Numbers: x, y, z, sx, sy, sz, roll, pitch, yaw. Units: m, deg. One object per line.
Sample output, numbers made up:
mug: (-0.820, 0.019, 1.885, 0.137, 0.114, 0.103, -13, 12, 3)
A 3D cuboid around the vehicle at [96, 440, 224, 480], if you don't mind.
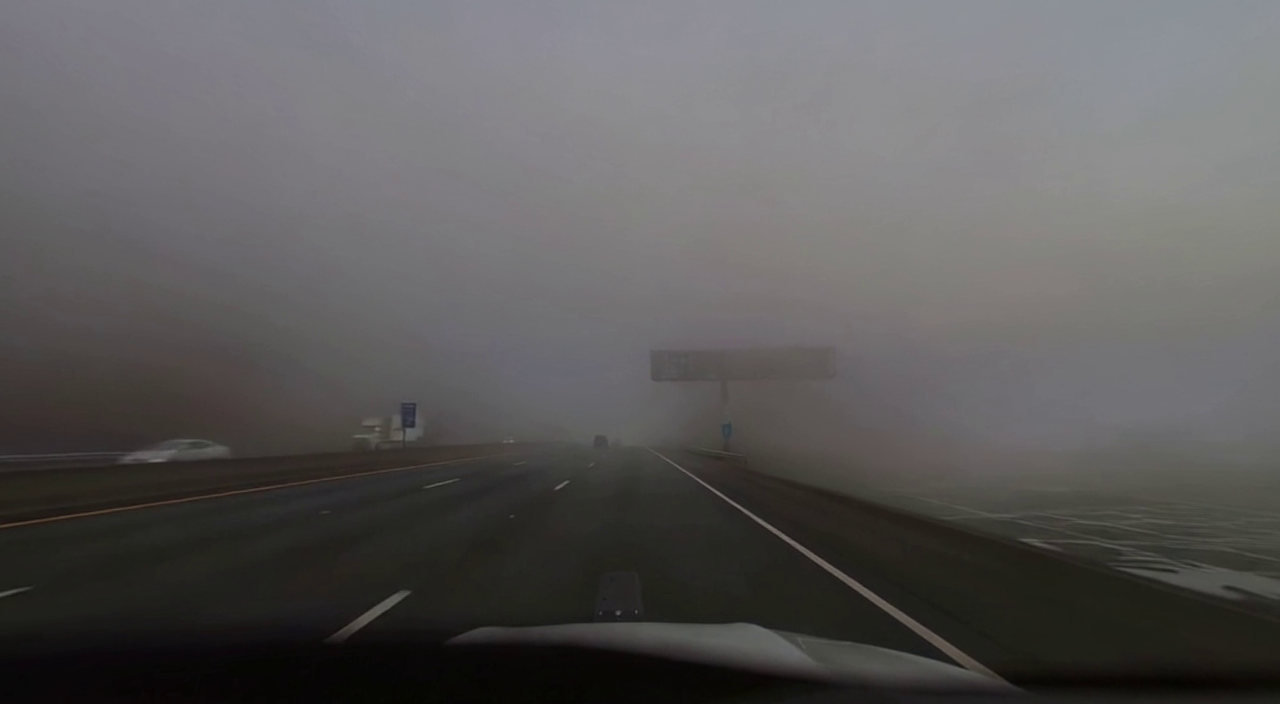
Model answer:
vehicle: (-20.583, 4.613, 27.255, 1.903, 1.517, 4.590, 0, -8, 0)
